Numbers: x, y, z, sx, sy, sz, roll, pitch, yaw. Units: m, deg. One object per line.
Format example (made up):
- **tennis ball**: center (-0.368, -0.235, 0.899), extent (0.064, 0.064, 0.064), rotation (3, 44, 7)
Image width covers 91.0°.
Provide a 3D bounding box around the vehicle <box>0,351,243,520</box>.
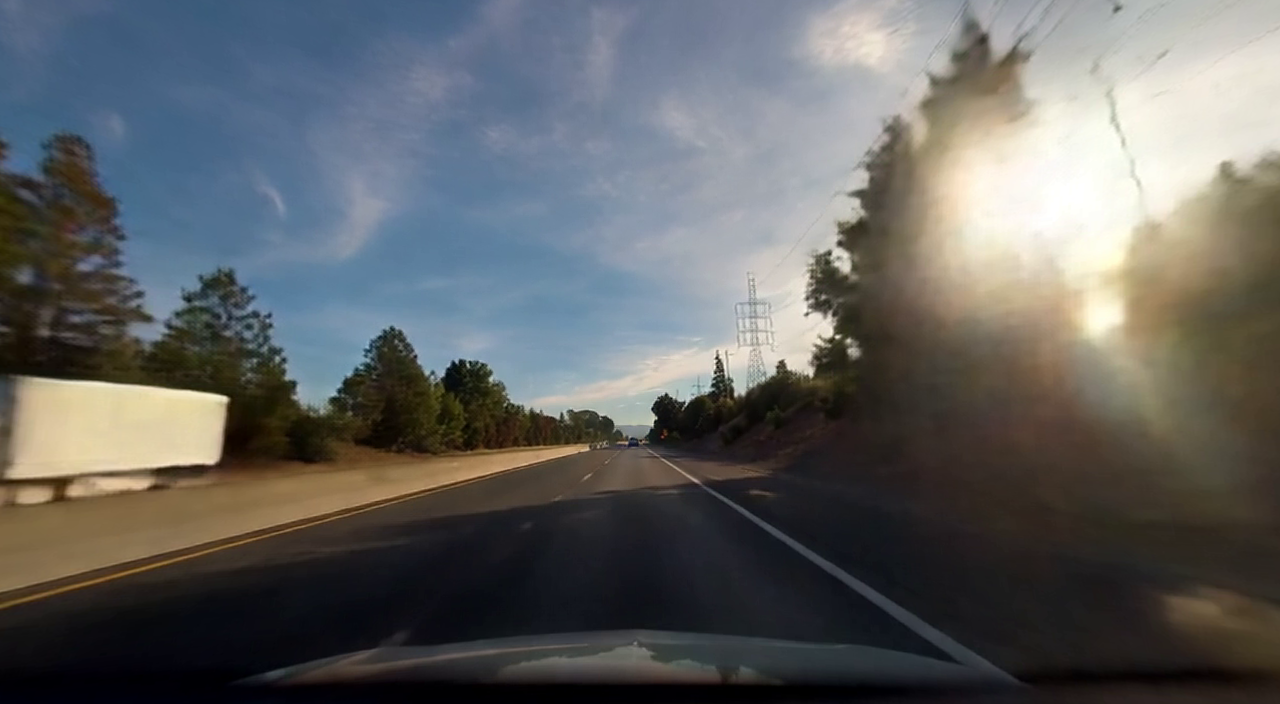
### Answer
- **vehicle**: center (-14.756, 2.231, 16.543), extent (2.906, 3.478, 8.700), rotation (0, -8, 0)
